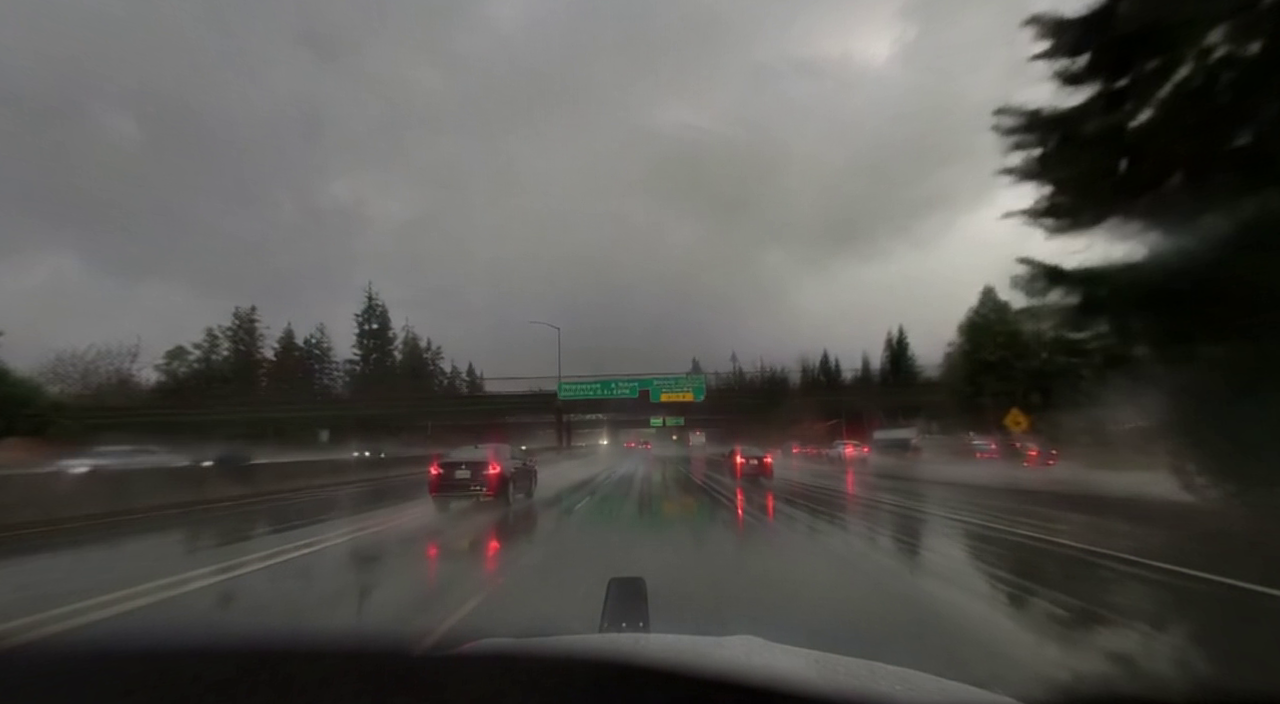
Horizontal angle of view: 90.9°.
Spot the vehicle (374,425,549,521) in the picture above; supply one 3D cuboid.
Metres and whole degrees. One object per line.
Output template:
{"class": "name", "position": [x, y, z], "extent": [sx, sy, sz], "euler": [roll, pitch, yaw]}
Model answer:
{"class": "vehicle", "position": [-3.559, 2.537, 13.816], "extent": [2.259, 1.706, 4.924], "euler": [0, -8, 2]}

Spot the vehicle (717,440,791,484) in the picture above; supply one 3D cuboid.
{"class": "vehicle", "position": [4.168, 4.068, 23.701], "extent": [1.908, 1.483, 4.259], "euler": [0, -8, -1]}
